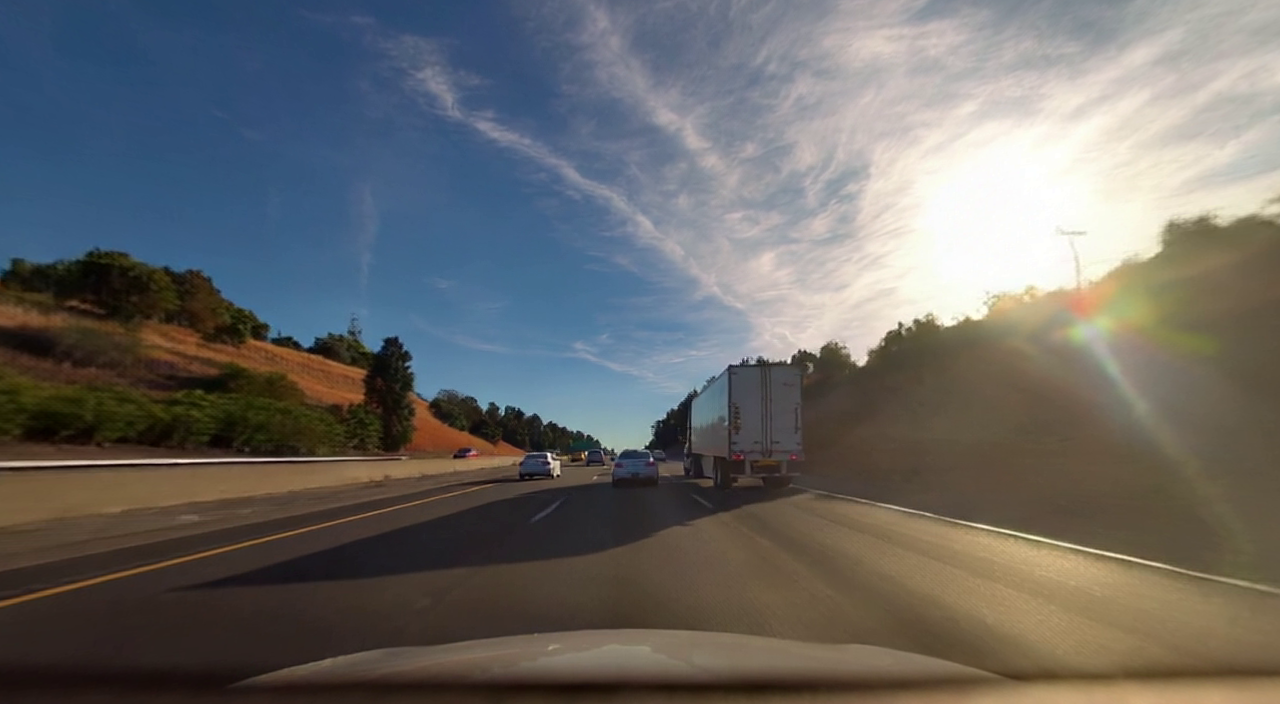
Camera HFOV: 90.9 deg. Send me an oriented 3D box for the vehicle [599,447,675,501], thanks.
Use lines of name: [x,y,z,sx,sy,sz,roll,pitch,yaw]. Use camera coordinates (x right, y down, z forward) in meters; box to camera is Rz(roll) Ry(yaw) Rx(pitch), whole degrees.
vehicle: [-0.098,3.590,18.917,2.023,1.400,4.028,0,-9,-1]

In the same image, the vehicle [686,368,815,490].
vehicle: [4.248,3.683,28.445,2.905,4.109,14.332,0,-9,-1]

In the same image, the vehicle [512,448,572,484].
vehicle: [-4.310,5.105,28.529,2.017,1.460,4.382,0,-9,0]
